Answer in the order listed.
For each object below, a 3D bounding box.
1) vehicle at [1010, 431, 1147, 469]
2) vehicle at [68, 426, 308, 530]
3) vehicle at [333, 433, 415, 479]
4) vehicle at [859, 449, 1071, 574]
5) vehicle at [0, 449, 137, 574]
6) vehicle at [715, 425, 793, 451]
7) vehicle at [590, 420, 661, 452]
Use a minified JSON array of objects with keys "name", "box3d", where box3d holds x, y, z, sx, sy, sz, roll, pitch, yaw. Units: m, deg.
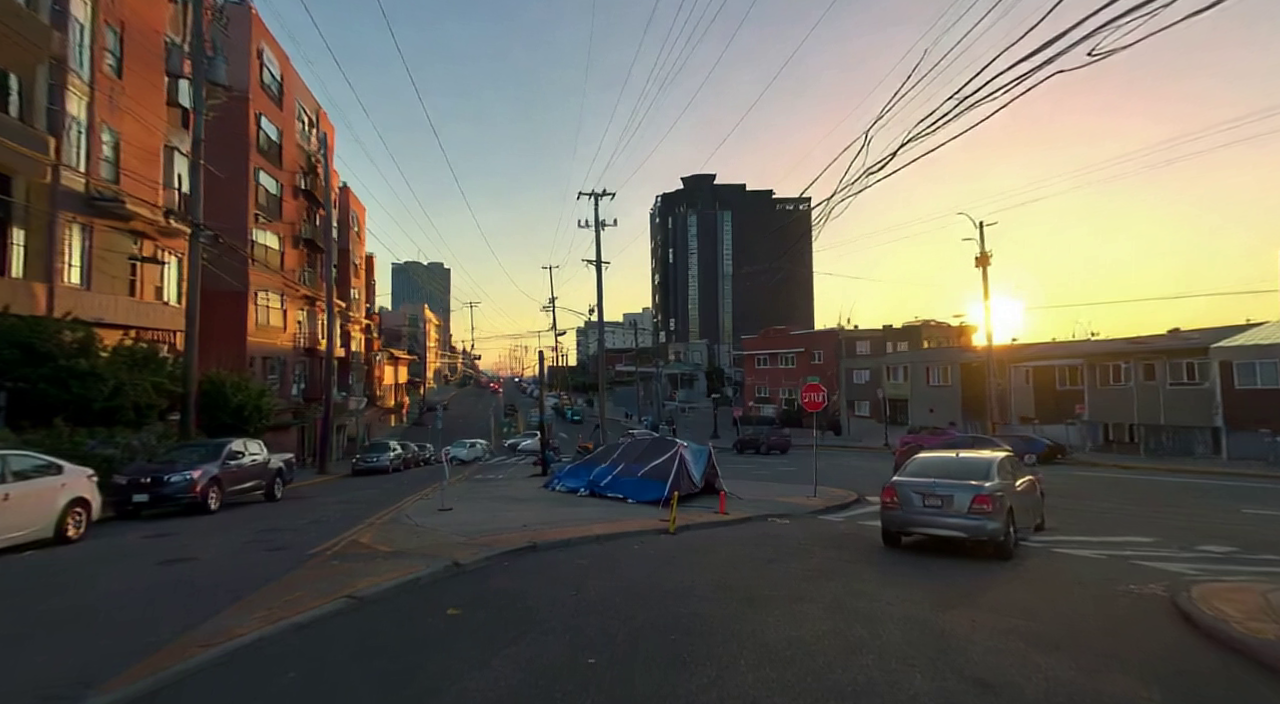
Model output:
[{"name":"vehicle","box3d":[18.904,4.251,27.434,1.790,1.468,4.422,6,-11,-38]},{"name":"vehicle","box3d":[-9.430,2.629,13.925,1.934,1.798,5.317,1,-8,-8]},{"name":"vehicle","box3d":[-11.656,4.573,28.118,2.054,1.800,5.212,1,-8,-8]},{"name":"vehicle","box3d":[5.709,2.530,10.883,1.945,1.647,4.160,-9,-12,44]},{"name":"vehicle","box3d":[-8.713,1.989,7.898,1.763,1.498,4.483,1,-9,-10]},{"name":"vehicle","box3d":[6.946,5.363,39.090,2.089,1.506,4.641,5,-10,-33]},{"name":"vehicle","box3d":[-1.060,5.598,41.850,2.152,1.970,5.506,5,-10,-32]}]
